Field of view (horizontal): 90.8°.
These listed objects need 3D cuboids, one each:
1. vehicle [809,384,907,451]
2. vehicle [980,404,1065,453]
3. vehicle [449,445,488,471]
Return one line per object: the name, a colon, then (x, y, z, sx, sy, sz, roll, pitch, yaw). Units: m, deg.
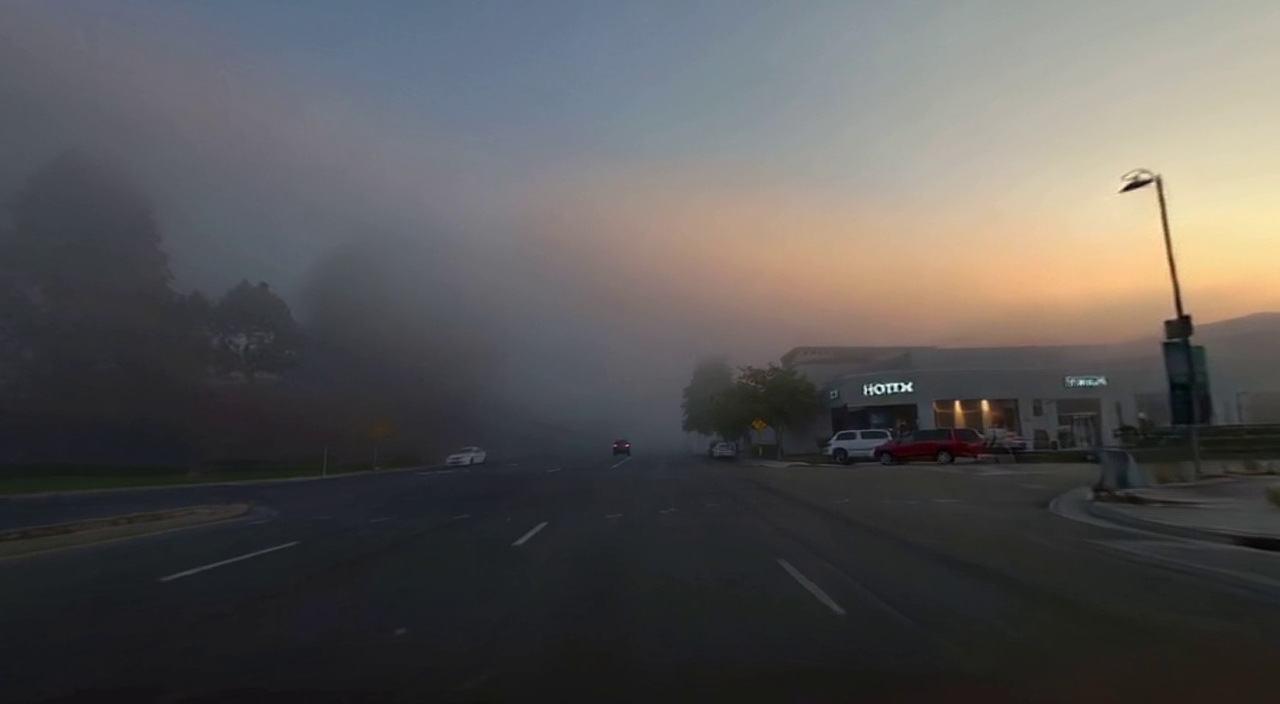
vehicle: (15.951, 4.864, 45.772, 9.886, 4.618, 0.062, 5, -10, -30)
vehicle: (25.907, 5.300, 43.122, 4.543, 3.105, 4.010, -5, -10, 28)
vehicle: (-11.793, 7.285, 43.570, 1.813, 1.727, 3.009, 0, -9, 1)
